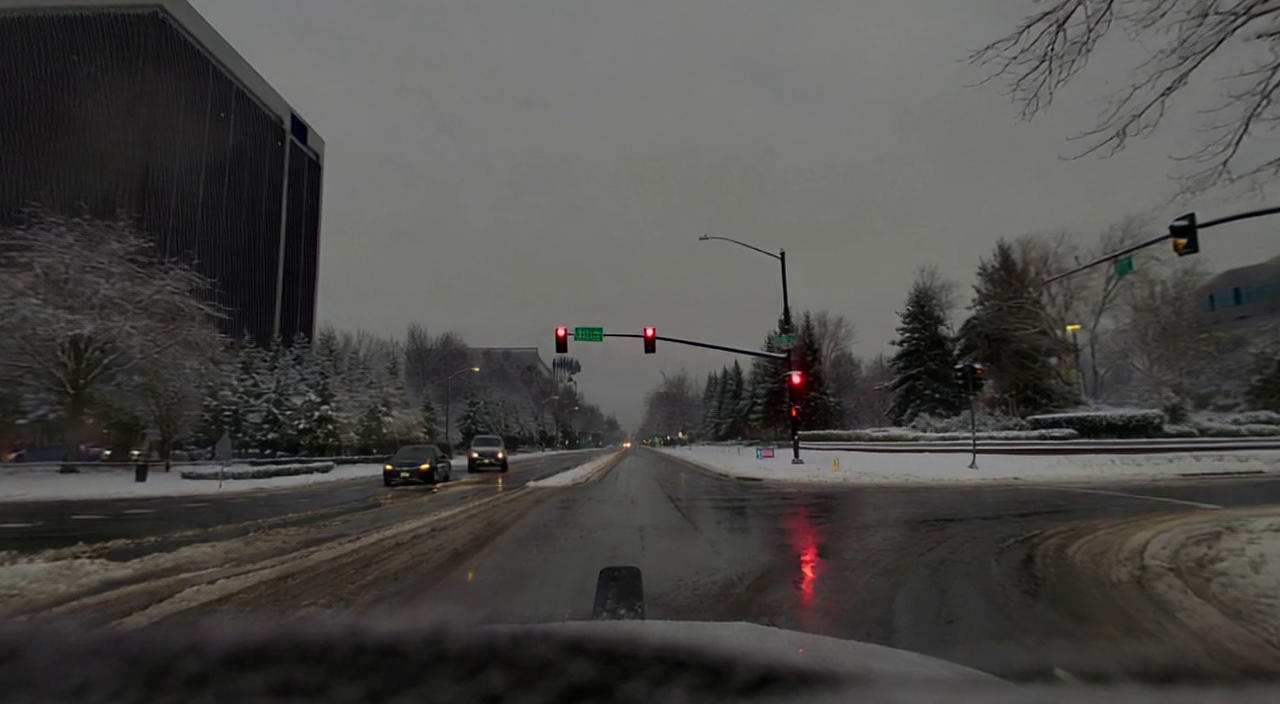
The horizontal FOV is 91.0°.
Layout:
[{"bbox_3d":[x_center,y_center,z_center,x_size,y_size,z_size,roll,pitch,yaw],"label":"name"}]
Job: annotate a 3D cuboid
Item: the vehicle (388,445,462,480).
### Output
[{"bbox_3d":[-11.649,5.994,34.459,2.069,1.771,4.947,0,-9,3],"label":"vehicle"}]
